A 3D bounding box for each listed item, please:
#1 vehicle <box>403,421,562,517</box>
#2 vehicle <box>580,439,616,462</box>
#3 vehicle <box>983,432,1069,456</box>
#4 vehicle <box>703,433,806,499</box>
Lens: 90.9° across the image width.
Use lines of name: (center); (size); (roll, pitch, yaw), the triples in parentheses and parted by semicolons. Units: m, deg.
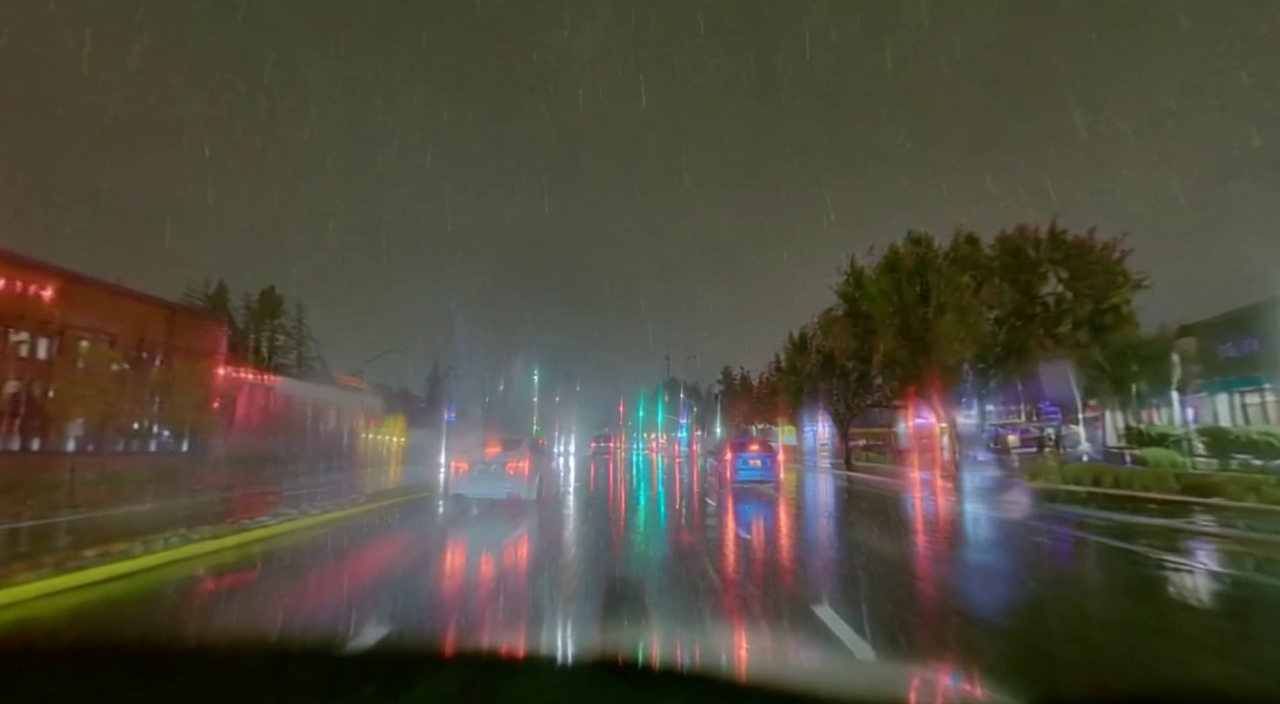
vehicle: (-3.035, 2.400, 13.463); (2.032, 1.639, 5.037); (0, -8, 1)
vehicle: (-2.803, 6.674, 42.713); (2.040, 1.471, 4.211); (0, -8, 2)
vehicle: (29.385, 7.012, 48.056); (5.166, 1.792, 1.944); (-1, -8, 3)
vehicle: (2.876, 2.960, 16.794); (1.946, 1.513, 4.133); (0, -8, 0)
